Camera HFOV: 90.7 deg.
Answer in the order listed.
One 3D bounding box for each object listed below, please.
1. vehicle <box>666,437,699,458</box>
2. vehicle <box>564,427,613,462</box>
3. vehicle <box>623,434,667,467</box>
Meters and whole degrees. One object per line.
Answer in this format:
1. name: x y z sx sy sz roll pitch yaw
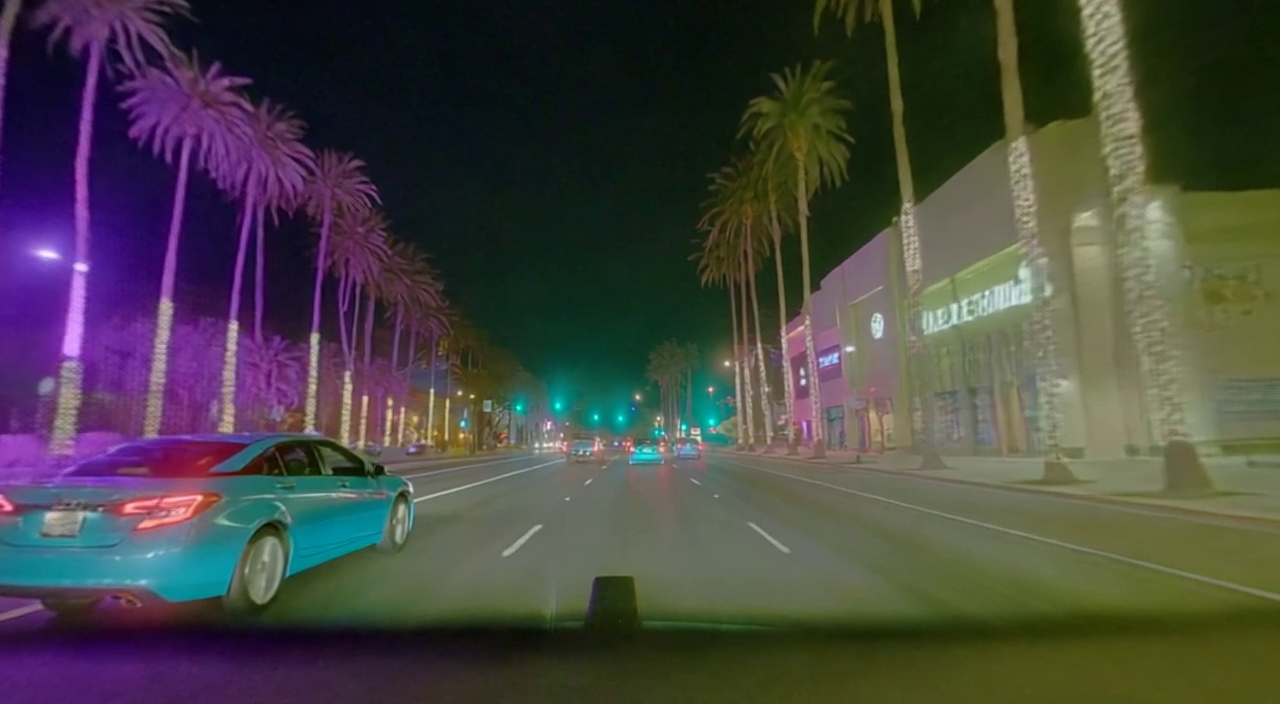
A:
1. vehicle: 3.234 7.443 49.347 2.085 1.482 4.491 0 -8 -2
2. vehicle: -3.201 5.914 40.626 2.672 2.064 5.681 0 -8 0
3. vehicle: 0.233 5.199 33.647 2.160 1.615 4.117 0 -8 -1
